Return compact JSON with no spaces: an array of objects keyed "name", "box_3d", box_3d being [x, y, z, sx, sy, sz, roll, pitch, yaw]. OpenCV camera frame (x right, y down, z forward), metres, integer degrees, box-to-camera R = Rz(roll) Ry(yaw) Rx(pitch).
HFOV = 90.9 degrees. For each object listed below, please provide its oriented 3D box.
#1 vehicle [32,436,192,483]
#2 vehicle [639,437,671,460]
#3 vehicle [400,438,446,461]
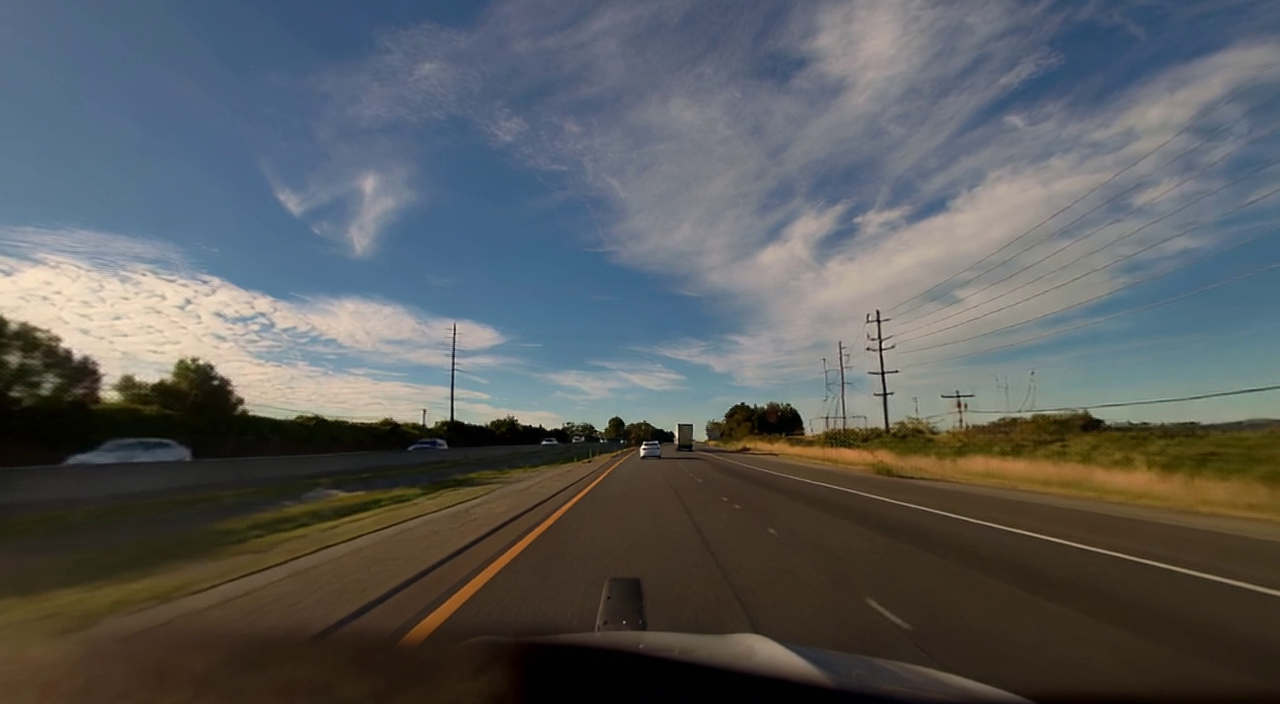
[{"name":"vehicle","box_3d":[-20.467,4.163,24.830,2.087,1.611,4.808,-1,-8,1]},{"name":"vehicle","box_3d":[1.075,6.927,45.262,2.192,1.556,4.132,-1,-8,2]},{"name":"vehicle","box_3d":[-16.033,7.211,46.764,1.846,1.545,3.972,-1,-8,2]}]
